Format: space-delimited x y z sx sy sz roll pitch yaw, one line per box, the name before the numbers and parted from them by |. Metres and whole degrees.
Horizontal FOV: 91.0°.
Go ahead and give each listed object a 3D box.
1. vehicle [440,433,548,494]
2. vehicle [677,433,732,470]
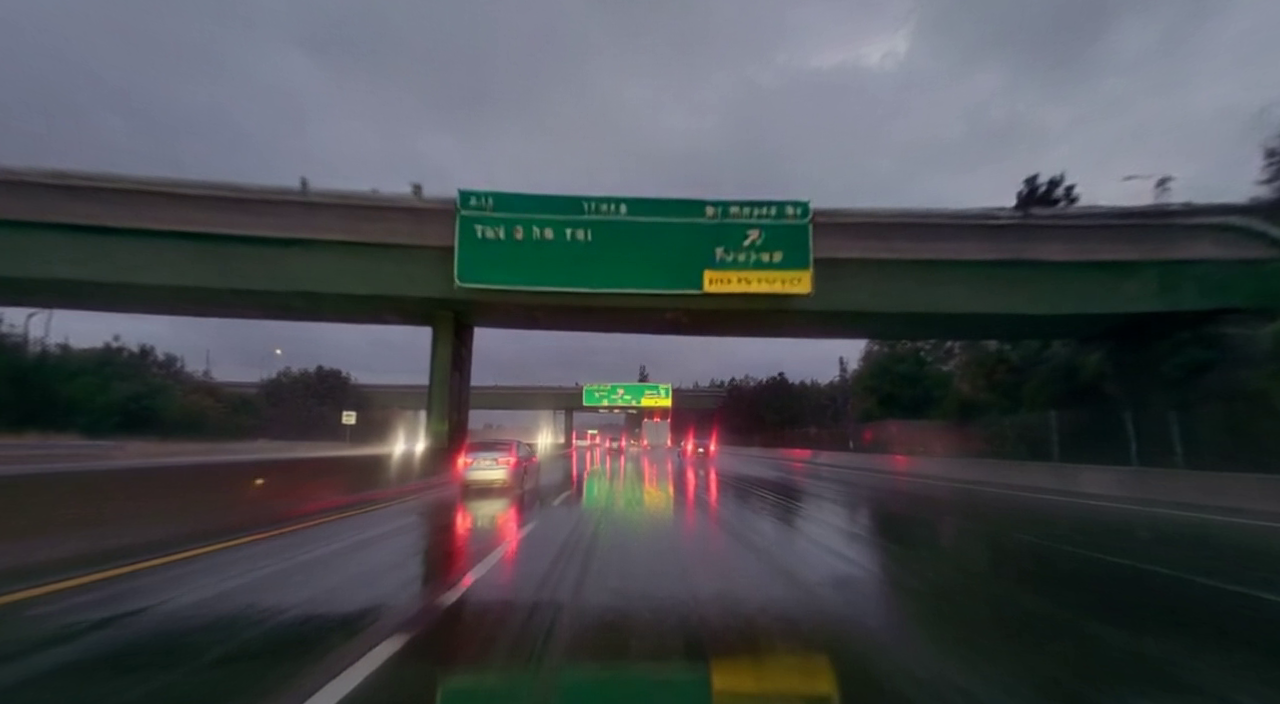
vehicle | -3.955 3.103 17.898 2.064 1.479 4.370 0 -8 0
vehicle | 3.022 4.744 30.319 2.001 1.625 4.088 0 -8 -3
